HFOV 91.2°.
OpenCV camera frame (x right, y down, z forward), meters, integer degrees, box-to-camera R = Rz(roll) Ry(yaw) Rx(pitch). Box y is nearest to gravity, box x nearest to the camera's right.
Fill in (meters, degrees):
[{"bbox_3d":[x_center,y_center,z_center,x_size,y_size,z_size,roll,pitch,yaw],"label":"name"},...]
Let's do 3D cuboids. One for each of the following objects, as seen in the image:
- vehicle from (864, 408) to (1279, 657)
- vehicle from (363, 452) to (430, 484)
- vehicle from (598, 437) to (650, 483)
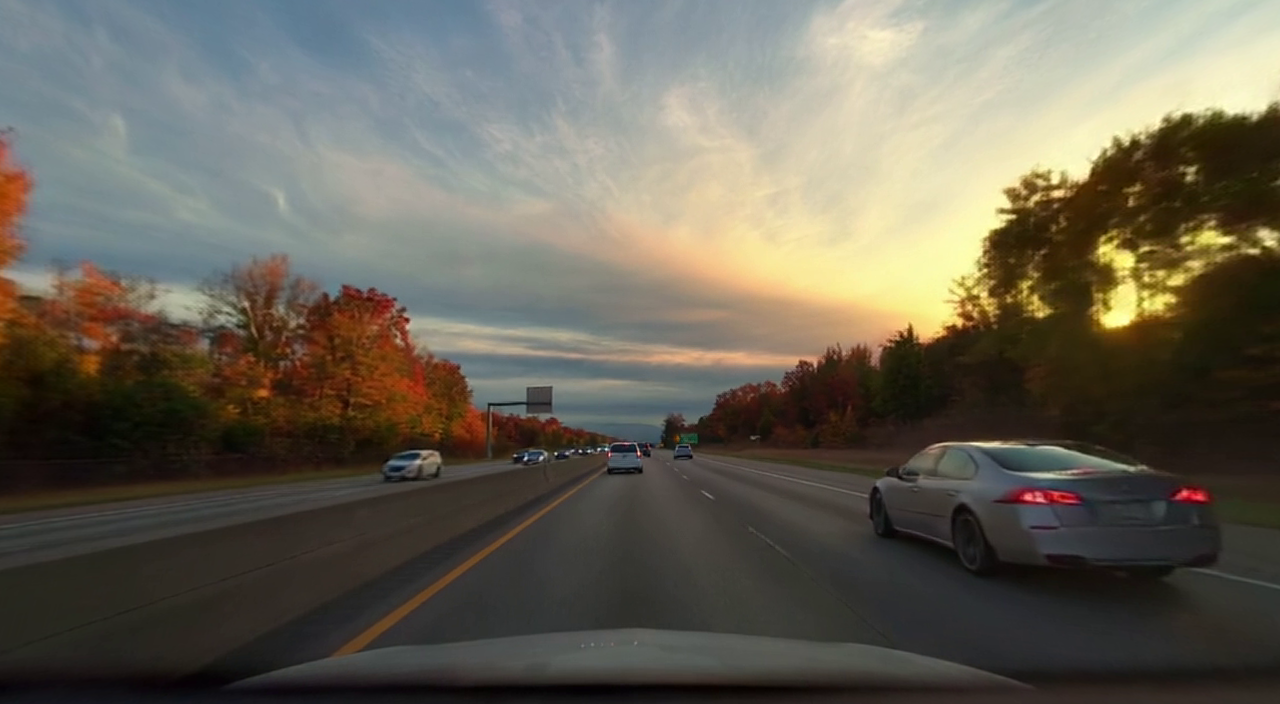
[{"bbox_3d":[3.941,1.430,6.087,1.843,1.505,4.339,0,-9,-1],"label":"vehicle"},{"bbox_3d":[-13.173,6.269,34.188,1.914,1.600,4.188,-1,-9,0],"label":"vehicle"},{"bbox_3d":[-0.598,4.323,25.376,1.937,1.699,3.936,-1,-9,0],"label":"vehicle"}]
